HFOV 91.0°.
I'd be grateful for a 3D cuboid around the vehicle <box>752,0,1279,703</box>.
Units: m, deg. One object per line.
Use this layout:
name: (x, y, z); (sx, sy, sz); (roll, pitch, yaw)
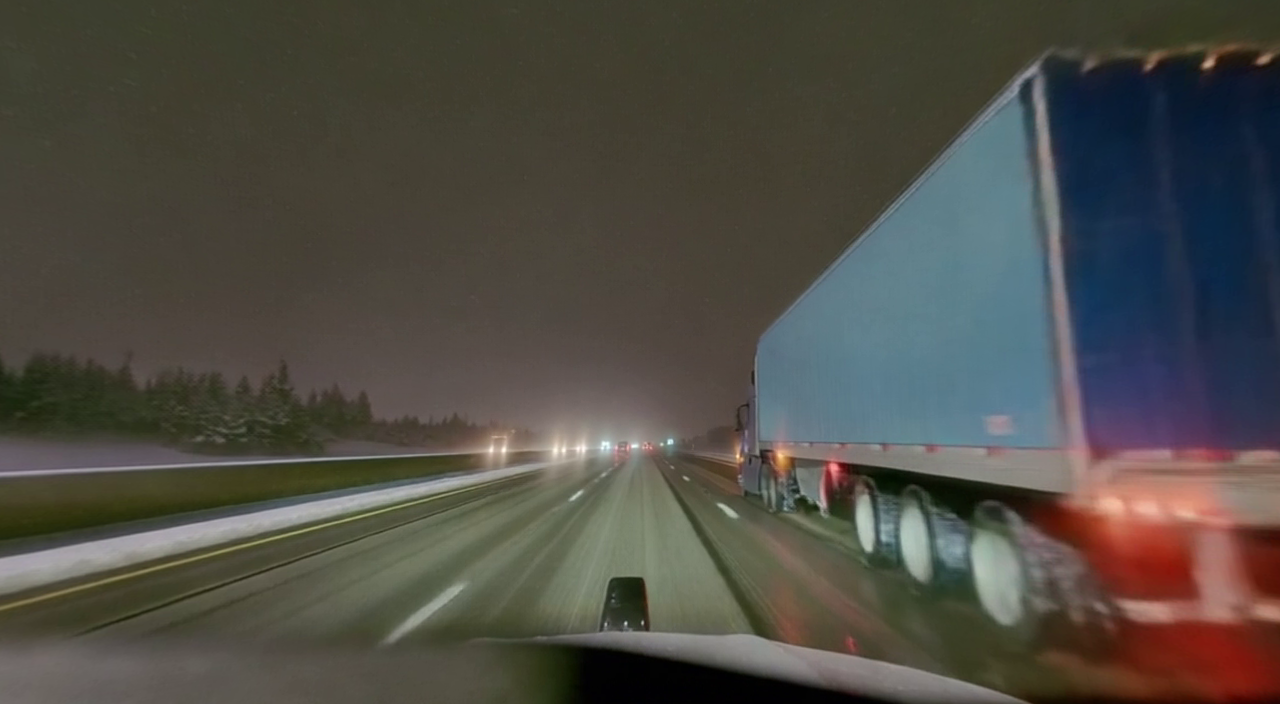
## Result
vehicle: (4.100, 0.716, 8.942); (2.870, 3.768, 11.872); (0, -8, 0)
